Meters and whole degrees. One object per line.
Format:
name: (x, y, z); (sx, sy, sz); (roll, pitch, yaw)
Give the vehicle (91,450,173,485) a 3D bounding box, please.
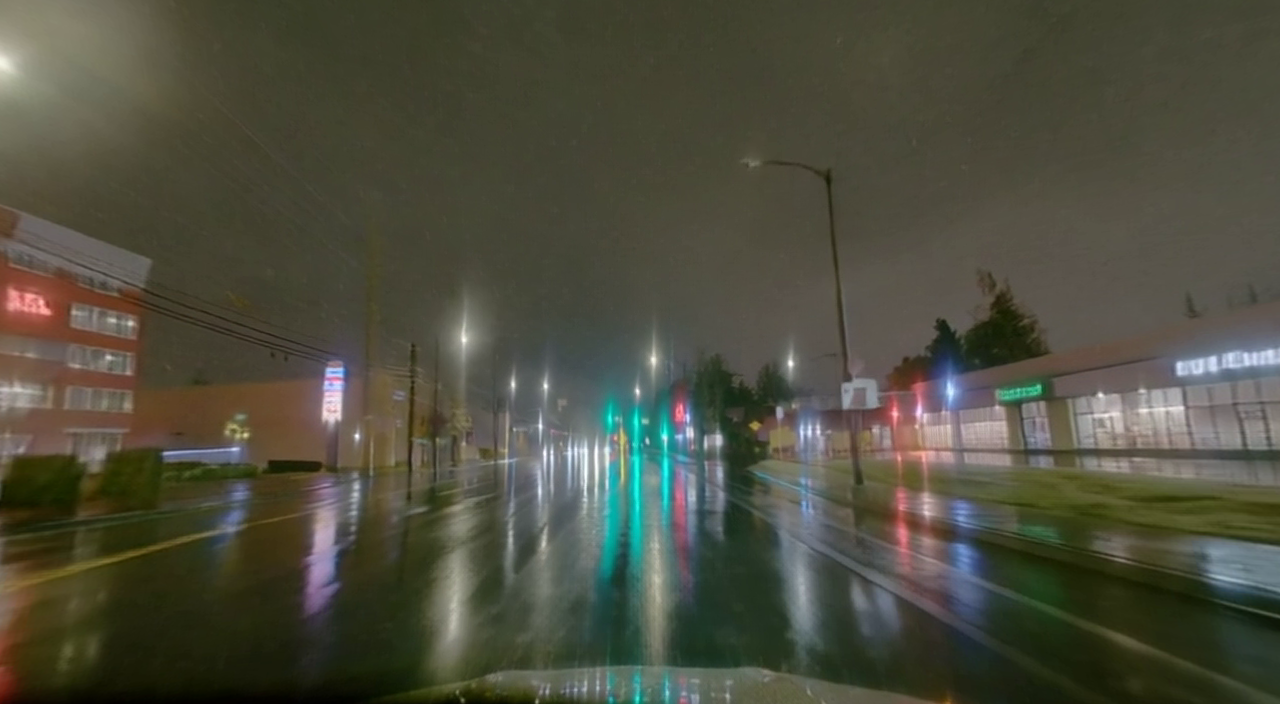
vehicle: (-28.313, 6.357, 35.064); (4.811, 1.756, 2.070); (-6, -10, 34)
